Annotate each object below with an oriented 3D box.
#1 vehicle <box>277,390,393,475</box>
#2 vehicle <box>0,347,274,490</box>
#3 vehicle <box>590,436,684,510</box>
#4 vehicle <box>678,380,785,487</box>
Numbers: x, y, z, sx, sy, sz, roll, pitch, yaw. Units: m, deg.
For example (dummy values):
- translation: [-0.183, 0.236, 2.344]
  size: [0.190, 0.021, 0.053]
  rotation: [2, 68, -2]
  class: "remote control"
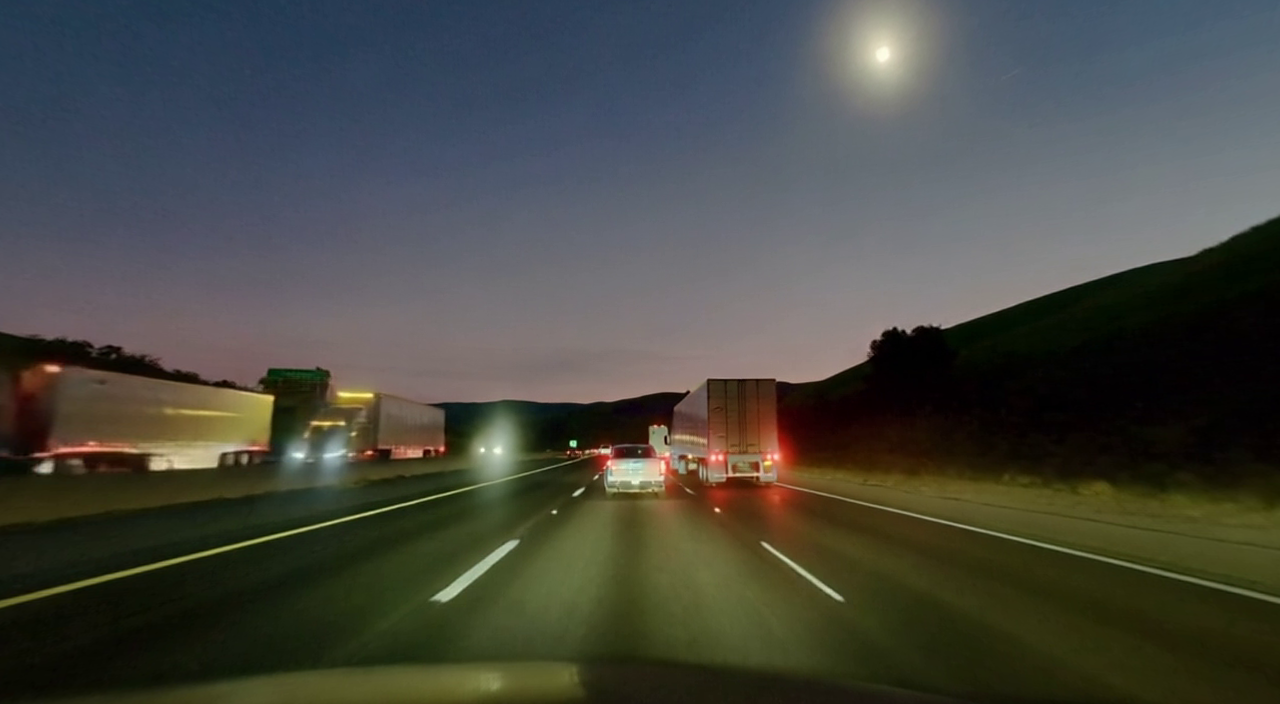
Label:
- translation: [-15.481, 4.248, 32.591]
  size: [2.985, 3.964, 5.868]
  rotation: [0, -9, -1]
  class: "vehicle"
- translation: [-19.748, 2.940, 24.568]
  size: [2.833, 4.023, 14.091]
  rotation: [0, -9, -1]
  class: "vehicle"
- translation: [-0.082, 3.049, 16.234]
  size: [2.109, 1.639, 3.768]
  rotation: [0, -9, -1]
  class: "vehicle"
- translation: [3.893, 4.168, 31.023]
  size: [2.812, 4.024, 14.098]
  rotation: [0, -9, -1]
  class: "vehicle"
